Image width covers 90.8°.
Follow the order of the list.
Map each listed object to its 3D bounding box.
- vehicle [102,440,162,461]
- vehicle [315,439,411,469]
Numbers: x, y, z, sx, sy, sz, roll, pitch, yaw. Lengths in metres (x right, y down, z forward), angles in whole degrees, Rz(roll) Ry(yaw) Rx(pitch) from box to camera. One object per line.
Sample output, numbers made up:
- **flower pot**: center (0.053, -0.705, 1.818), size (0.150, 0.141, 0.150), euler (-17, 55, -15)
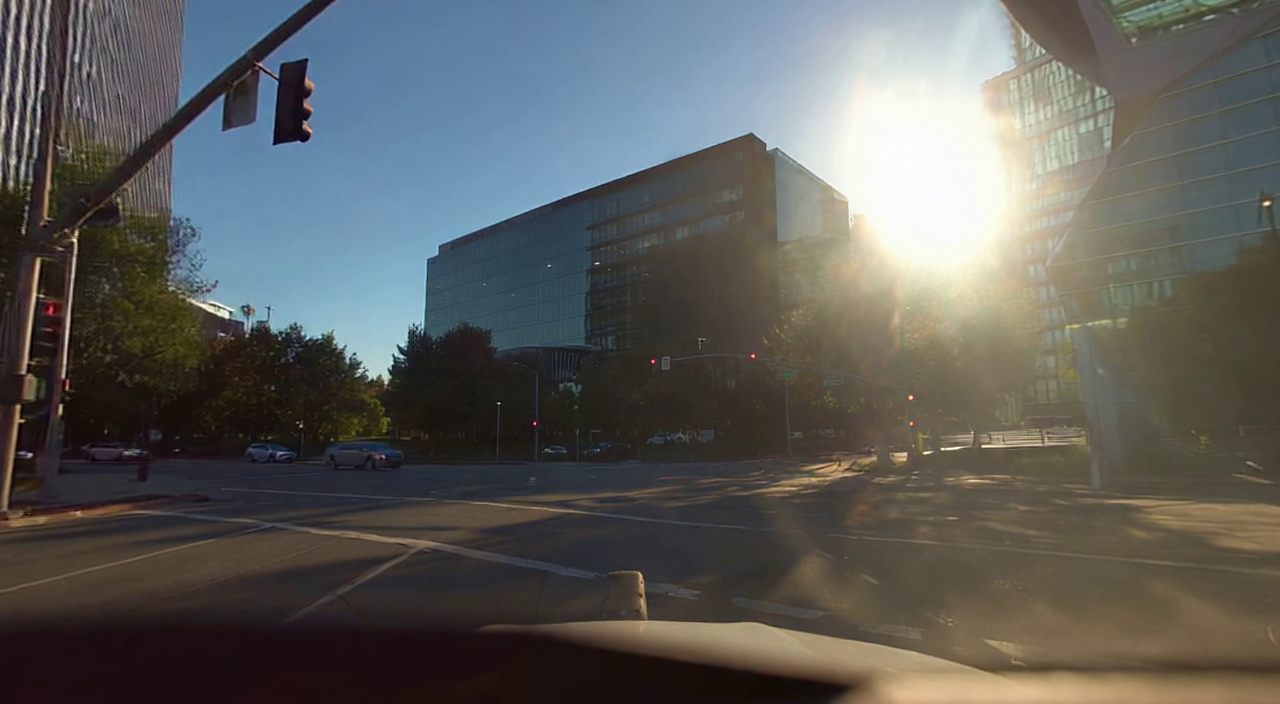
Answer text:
- **vehicle**: center (-38.674, 7.491, 48.077), size (4.380, 1.455, 1.869), euler (-5, -10, 28)
- **vehicle**: center (-14.961, 5.464, 34.006), size (5.408, 1.505, 2.091), euler (-6, -10, 33)
